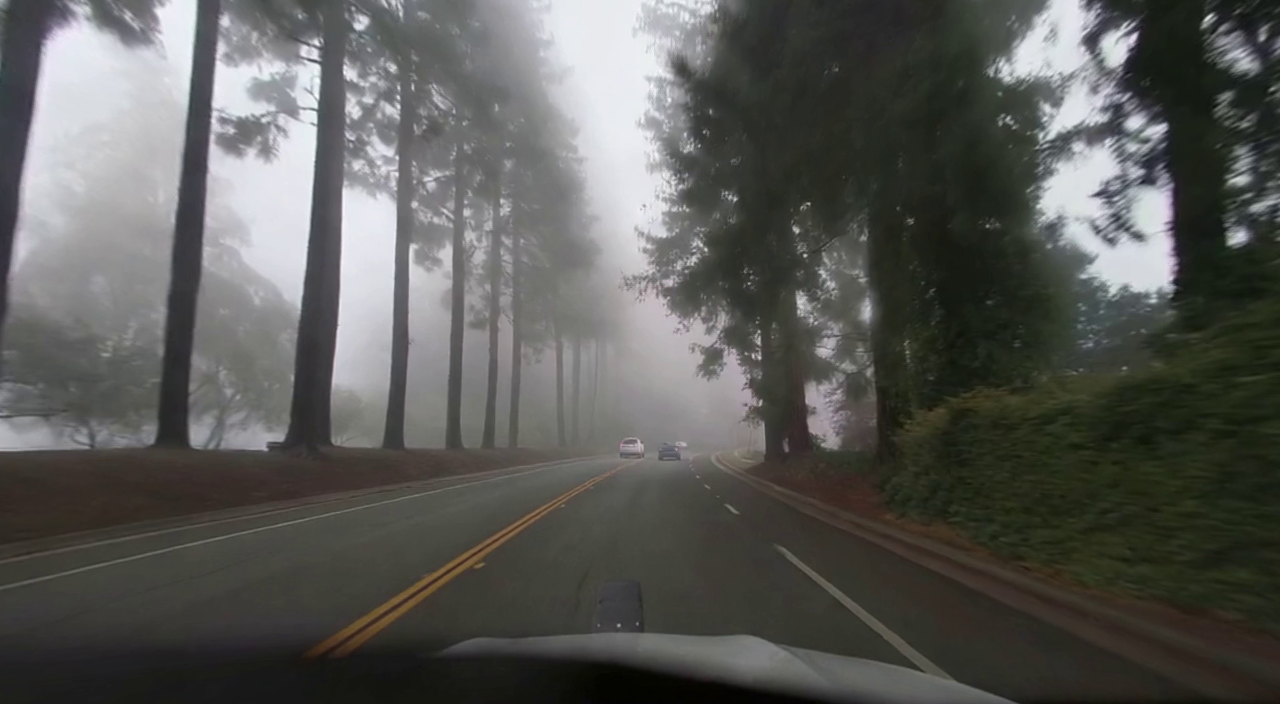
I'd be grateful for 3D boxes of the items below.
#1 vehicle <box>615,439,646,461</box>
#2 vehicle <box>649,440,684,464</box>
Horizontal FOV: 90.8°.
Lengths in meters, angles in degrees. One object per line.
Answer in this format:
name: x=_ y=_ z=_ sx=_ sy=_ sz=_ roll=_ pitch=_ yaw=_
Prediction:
vehicle: x=-0.676 y=7.631 z=49.311 sx=1.863 sy=1.557 sz=3.926 roll=-1 pitch=-8 yaw=7
vehicle: x=1.755 y=6.438 z=40.773 sx=2.071 sy=1.474 sz=4.047 roll=-1 pitch=-8 yaw=5
